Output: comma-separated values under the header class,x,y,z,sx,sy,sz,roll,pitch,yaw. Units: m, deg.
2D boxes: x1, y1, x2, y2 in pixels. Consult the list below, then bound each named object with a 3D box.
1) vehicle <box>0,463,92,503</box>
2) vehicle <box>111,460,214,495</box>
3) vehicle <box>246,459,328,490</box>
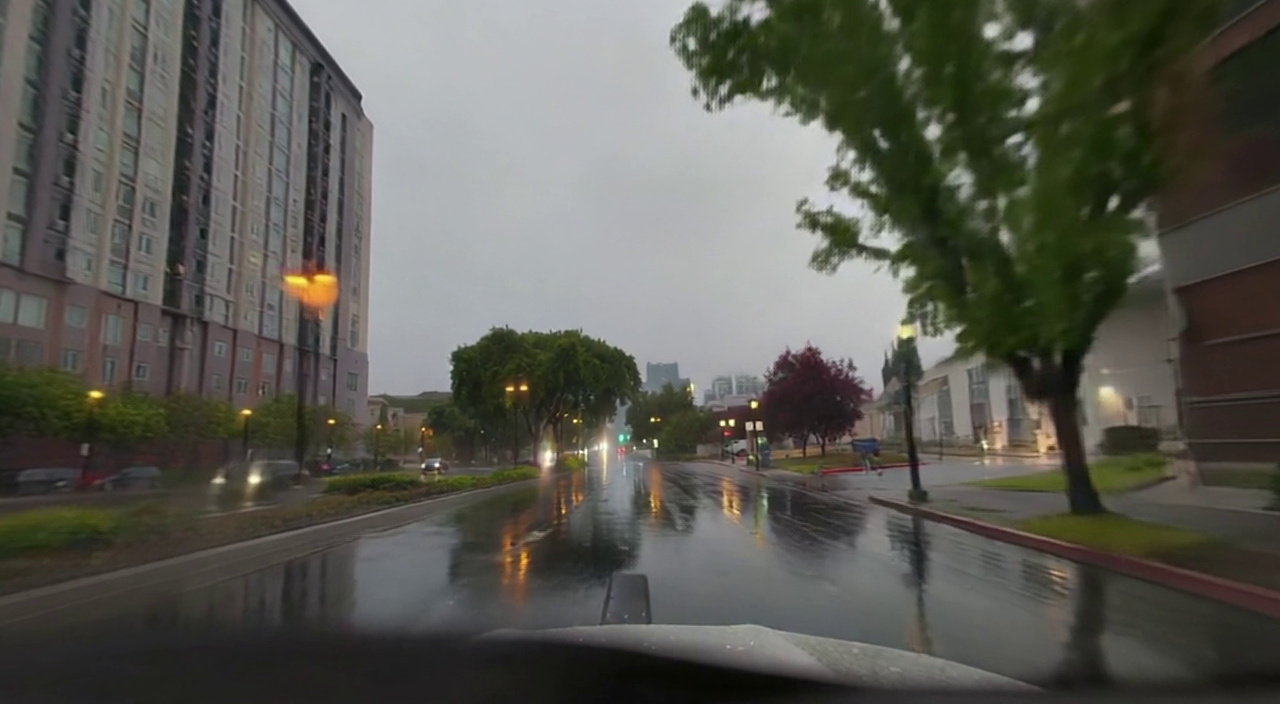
class,x,y,z,sx,sy,sz,roll,pitch,yaw
vehicle,-31.657,6.732,32.711,2.235,1.777,4.963,1,-8,-5
vehicle,-26.082,6.846,34.662,2.124,1.650,4.413,0,-8,1
vehicle,-18.915,6.585,34.039,1.835,1.417,4.352,0,-8,2
